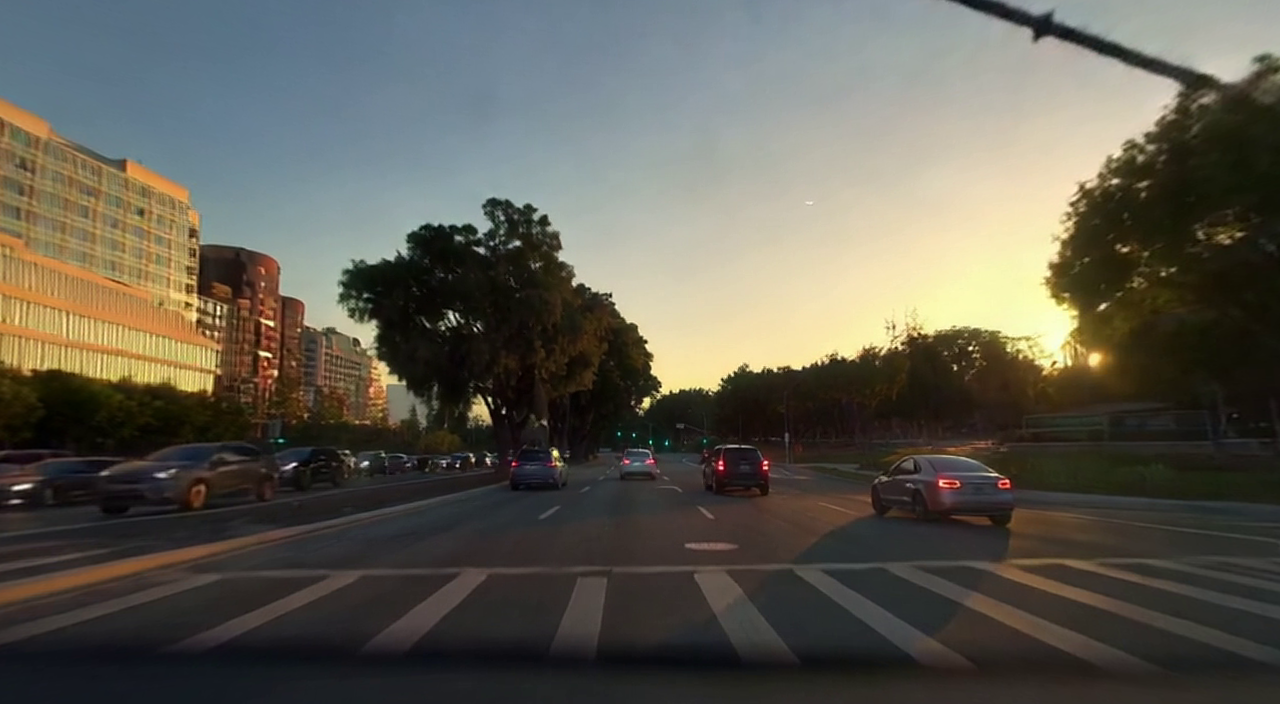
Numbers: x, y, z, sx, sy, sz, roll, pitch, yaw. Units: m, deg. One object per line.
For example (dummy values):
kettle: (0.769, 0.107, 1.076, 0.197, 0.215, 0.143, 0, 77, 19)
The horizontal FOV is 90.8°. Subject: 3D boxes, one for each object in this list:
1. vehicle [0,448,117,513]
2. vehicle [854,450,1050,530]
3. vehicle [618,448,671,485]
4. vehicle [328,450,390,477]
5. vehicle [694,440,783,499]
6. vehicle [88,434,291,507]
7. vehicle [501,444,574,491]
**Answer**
vehicle: (-15.455, 3.095, 15.355, 1.871, 1.449, 4.254, -1, -8, -1)
vehicle: (6.423, 2.851, 13.693, 1.945, 1.408, 4.288, 0, -8, -2)
vehicle: (0.130, 5.020, 28.031, 2.155, 1.486, 4.403, 0, -8, -1)
vehicle: (-19.077, 7.557, 43.129, 2.186, 1.676, 4.444, -1, -8, -1)
vehicle: (3.141, 3.831, 21.064, 2.161, 1.716, 4.194, 0, -8, -2)
vehicle: (-12.622, 3.329, 18.286, 2.259, 1.804, 4.990, 0, -8, -1)
vehicle: (-3.935, 4.492, 25.050, 2.172, 1.671, 4.175, 0, -8, 0)
